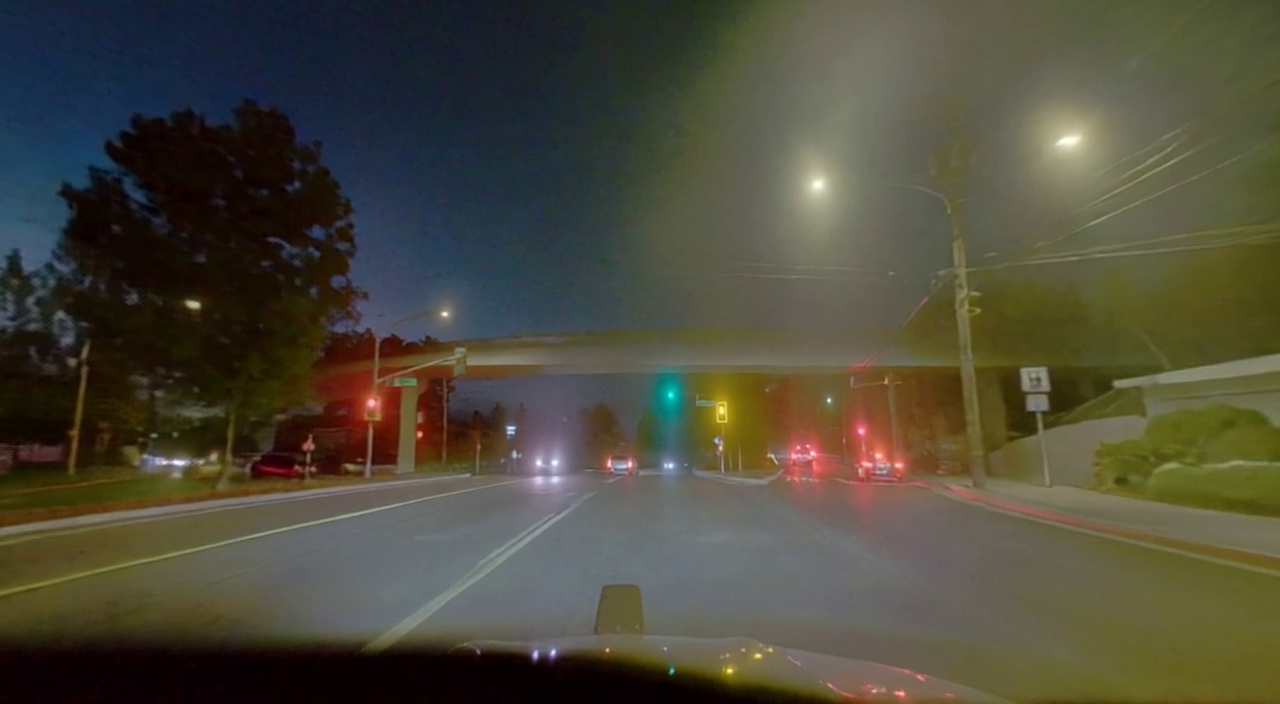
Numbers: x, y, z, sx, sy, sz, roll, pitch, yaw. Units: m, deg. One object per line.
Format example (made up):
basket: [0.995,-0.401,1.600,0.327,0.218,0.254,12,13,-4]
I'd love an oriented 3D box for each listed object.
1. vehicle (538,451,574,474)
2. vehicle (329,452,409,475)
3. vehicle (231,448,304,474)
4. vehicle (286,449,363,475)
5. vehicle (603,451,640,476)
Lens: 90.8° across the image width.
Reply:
vehicle: [-6.345,8.410,48.231,1.886,1.654,4.037,-1,-9,5]
vehicle: [-19.172,7.917,44.805,4.775,1.531,1.989,-1,-8,2]
vehicle: [-26.765,7.790,45.384,4.598,1.765,1.955,-3,-9,21]
vehicle: [-20.374,7.111,40.961,3.877,1.623,2.049,0,-8,-3]
vehicle: [-1.185,7.465,42.489,1.997,1.542,4.202,-1,-8,5]
